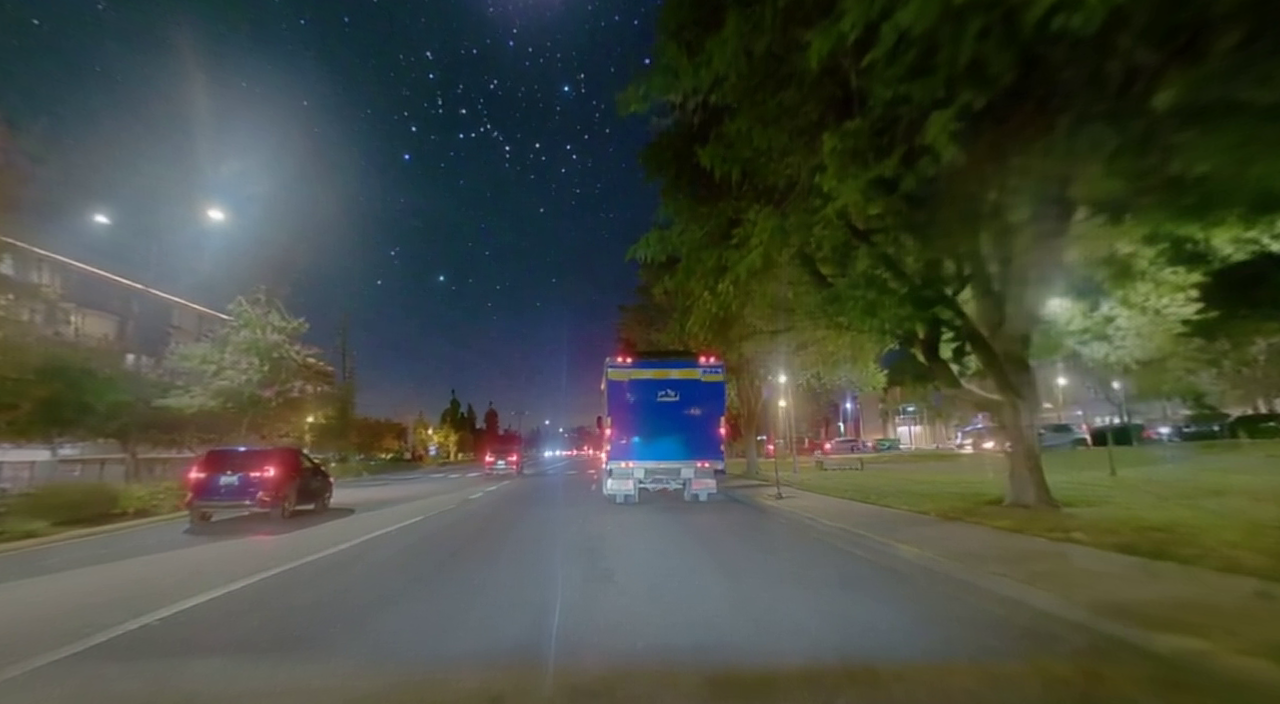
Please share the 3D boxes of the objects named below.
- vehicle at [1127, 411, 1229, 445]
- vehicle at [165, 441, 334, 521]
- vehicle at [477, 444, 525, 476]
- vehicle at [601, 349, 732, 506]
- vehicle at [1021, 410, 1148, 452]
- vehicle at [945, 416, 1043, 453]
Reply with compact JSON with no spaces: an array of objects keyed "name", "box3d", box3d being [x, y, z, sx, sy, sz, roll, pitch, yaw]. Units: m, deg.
[{"name":"vehicle","box3d":[28.970,4.151,33.977,1.827,1.498,3.785,-5,-8,-6]},{"name":"vehicle","box3d":[-9.348,3.058,15.538,1.958,1.672,4.283,1,-9,-9]},{"name":"vehicle","box3d":[-8.327,6.494,38.068,2.095,1.759,4.433,0,-9,-3]},{"name":"vehicle","box3d":[0.361,2.393,19.118,2.905,3.644,8.807,1,-9,-4]},{"name":"vehicle","box3d":[23.693,4.335,33.862,2.220,1.981,5.827,3,-9,-6]},{"name":"vehicle","box3d":[18.410,4.367,32.907,1.880,1.804,4.679,1,-9,-8]}]
